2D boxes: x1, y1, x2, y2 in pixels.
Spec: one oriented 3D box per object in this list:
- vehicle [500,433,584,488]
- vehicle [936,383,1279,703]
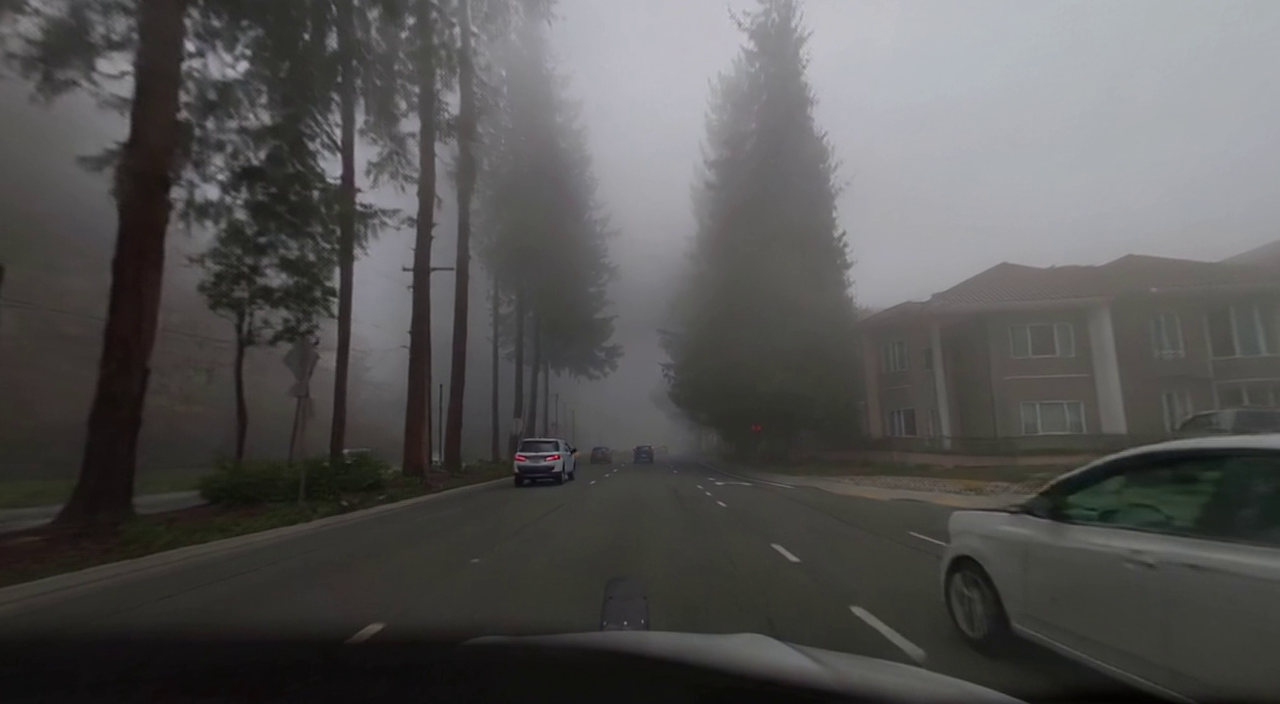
[{"bbox_3d":[-3.560,4.071,23.981,2.216,1.828,4.886,0,-8,3],"label":"vehicle"},{"bbox_3d":[3.228,0.942,2.616,1.945,1.530,4.320,0,-8,1],"label":"vehicle"}]
